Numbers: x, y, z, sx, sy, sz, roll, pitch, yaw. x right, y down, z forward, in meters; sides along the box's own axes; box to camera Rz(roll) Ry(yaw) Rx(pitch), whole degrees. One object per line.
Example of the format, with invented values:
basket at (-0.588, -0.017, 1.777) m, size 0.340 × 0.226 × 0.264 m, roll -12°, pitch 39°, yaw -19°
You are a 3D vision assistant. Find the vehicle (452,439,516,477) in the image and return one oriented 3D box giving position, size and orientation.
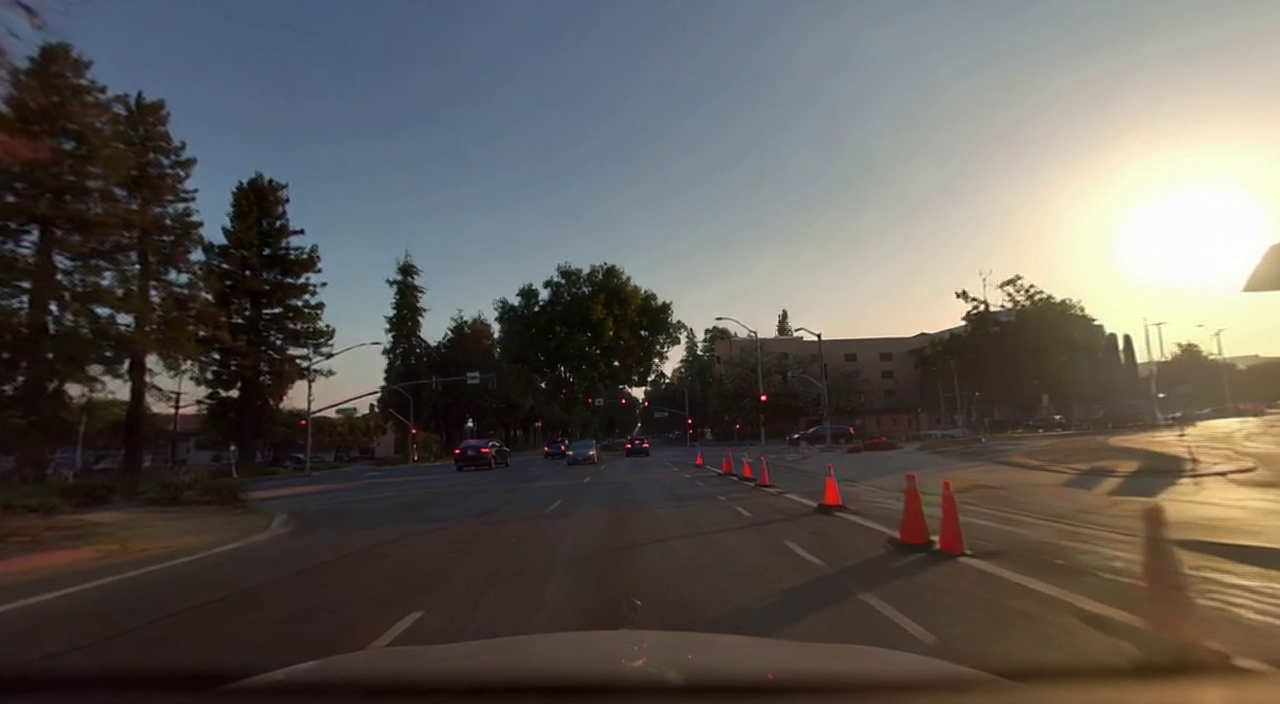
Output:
vehicle at (-6.986, 4.781, 28.750) m, size 1.869 × 1.570 × 4.064 m, roll 0°, pitch -8°, yaw 0°

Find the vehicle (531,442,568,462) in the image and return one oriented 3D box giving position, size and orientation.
vehicle at (-6.799, 7.549, 47.952) m, size 2.074 × 1.447 × 4.224 m, roll 0°, pitch -8°, yaw 1°

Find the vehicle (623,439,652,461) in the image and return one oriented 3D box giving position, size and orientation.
vehicle at (-0.137, 7.000, 45.222) m, size 1.985 × 1.521 × 3.968 m, roll 0°, pitch -8°, yaw 0°

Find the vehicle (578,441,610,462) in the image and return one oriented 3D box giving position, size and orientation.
vehicle at (-3.220, 7.134, 45.359) m, size 1.946 × 1.437 × 4.154 m, roll 0°, pitch -8°, yaw 1°
